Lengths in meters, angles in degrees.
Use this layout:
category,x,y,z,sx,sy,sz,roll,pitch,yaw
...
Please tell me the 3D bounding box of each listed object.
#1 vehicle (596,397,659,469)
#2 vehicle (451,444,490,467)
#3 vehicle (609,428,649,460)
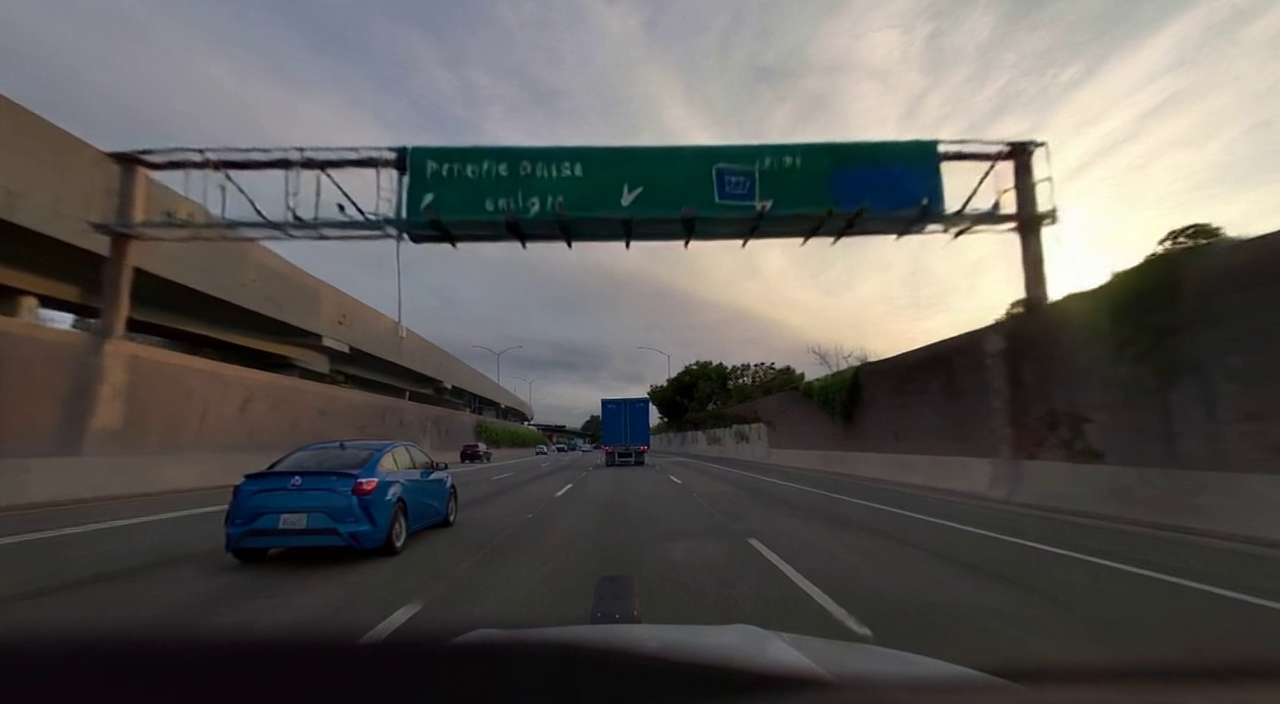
category,x,y,z,sx,sy,sz,roll,pitch,yaw
vehicle,-0.941,5.057,38.121,3.233,3.678,11.032,0,-9,-3
vehicle,-12.807,7.833,47.992,1.919,1.625,4.183,0,-8,-2
vehicle,-0.651,5.095,34.902,2.052,1.666,4.358,0,-8,-3
